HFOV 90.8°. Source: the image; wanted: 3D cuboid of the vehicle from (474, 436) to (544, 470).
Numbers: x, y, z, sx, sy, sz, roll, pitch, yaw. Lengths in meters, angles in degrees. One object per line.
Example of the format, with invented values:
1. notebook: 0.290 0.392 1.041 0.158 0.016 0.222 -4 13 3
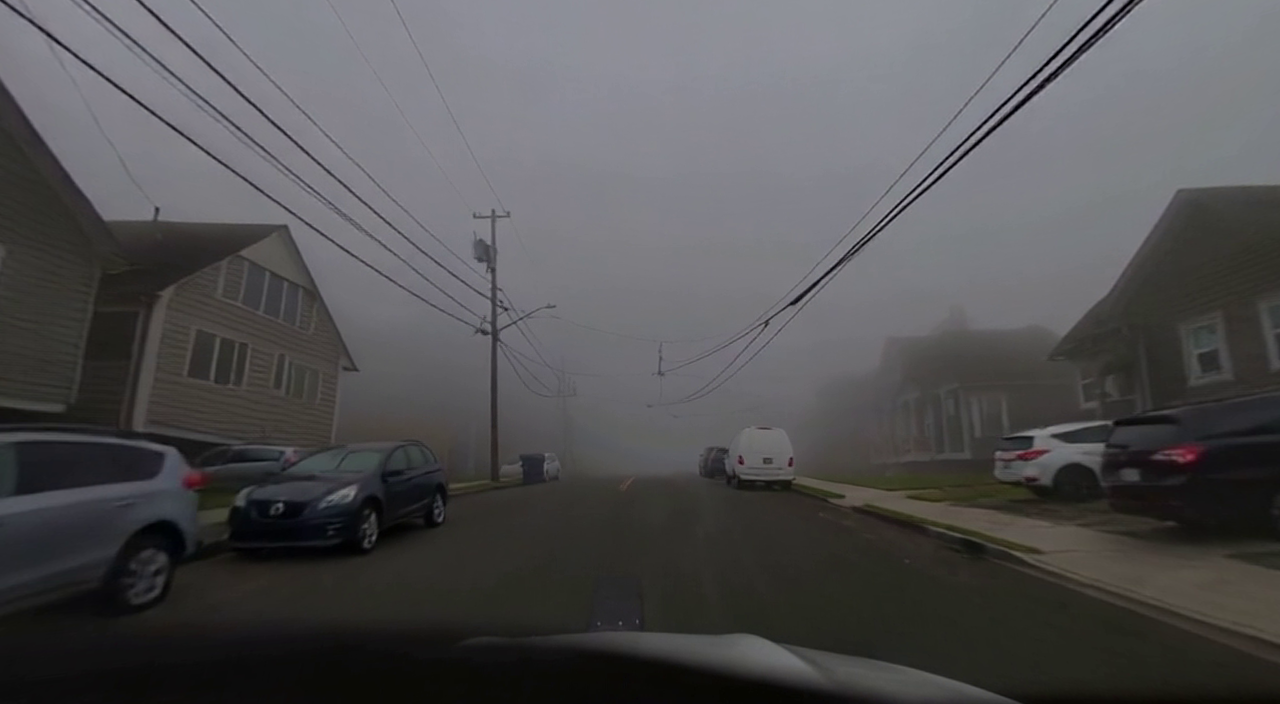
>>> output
1. vehicle: -7.908 6.112 38.384 3.684 1.628 1.792 4 -5 3

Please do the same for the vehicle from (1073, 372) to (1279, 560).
1. vehicle: 8.681 1.030 7.273 5.615 1.787 2.014 -7 -10 3

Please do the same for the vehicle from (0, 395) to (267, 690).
1. vehicle: -4.636 1.106 4.033 1.967 1.656 3.924 3 -6 1

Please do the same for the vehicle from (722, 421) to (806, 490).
1. vehicle: 4.340 3.670 22.874 2.343 2.229 4.199 0 -8 3

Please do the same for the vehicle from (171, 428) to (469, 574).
1. vehicle: -4.118 1.900 9.201 1.960 1.507 4.542 -1 -6 0
